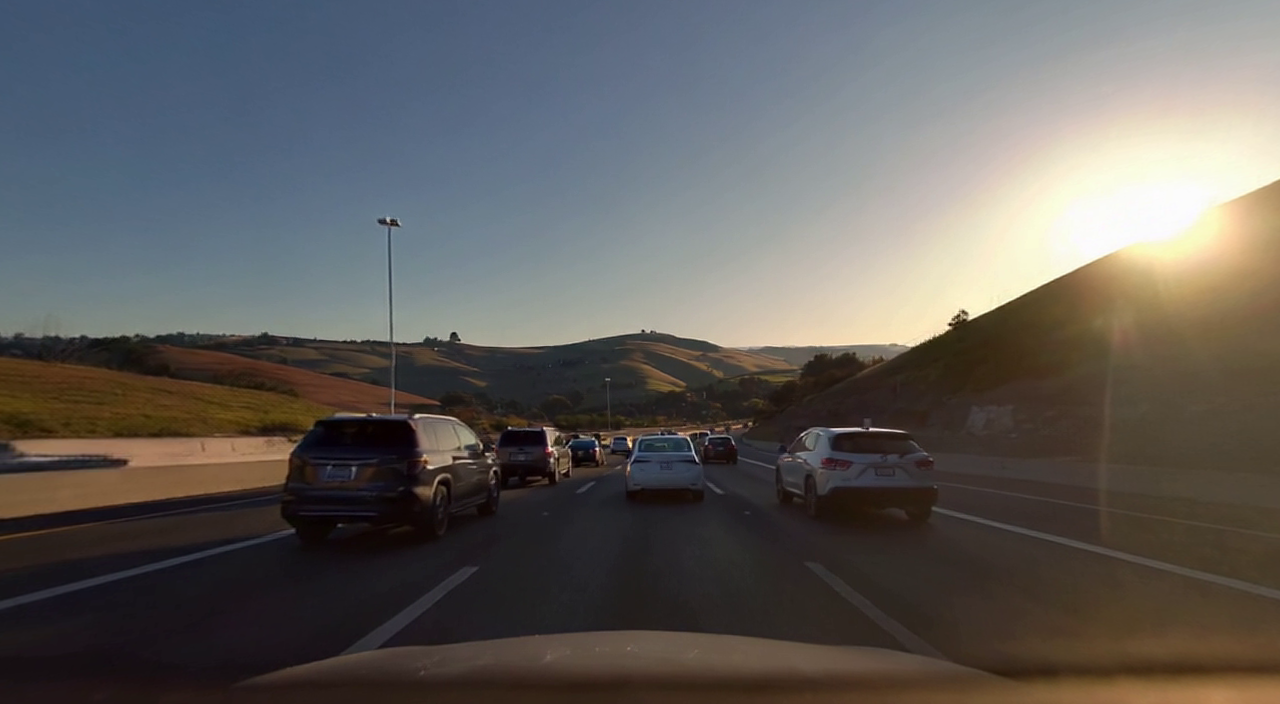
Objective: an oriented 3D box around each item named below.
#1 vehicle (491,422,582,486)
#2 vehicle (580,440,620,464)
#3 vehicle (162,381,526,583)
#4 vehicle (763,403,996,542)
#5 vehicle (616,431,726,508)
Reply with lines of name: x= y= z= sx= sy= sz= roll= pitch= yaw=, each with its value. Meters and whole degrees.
vehicle: x=-3.204 y=3.292 z=20.666 sx=1.997 sy=1.806 sz=5.002 roll=0 pitch=-8 yaw=1
vehicle: x=-2.347 y=6.013 z=38.195 sx=1.973 sy=1.378 sz=3.677 roll=-1 pitch=-8 yaw=4
vehicle: x=-3.311 y=1.615 z=8.744 sx=2.301 sy=1.902 sz=5.374 roll=0 pitch=-8 yaw=1
vehicle: x=3.510 y=1.862 z=10.386 sx=2.046 sy=1.765 sz=4.534 roll=0 pitch=-8 yaw=0
vehicle: x=0.619 y=2.579 z=14.350 sx=2.105 sy=1.471 sz=4.349 roll=0 pitch=-8 yaw=1
